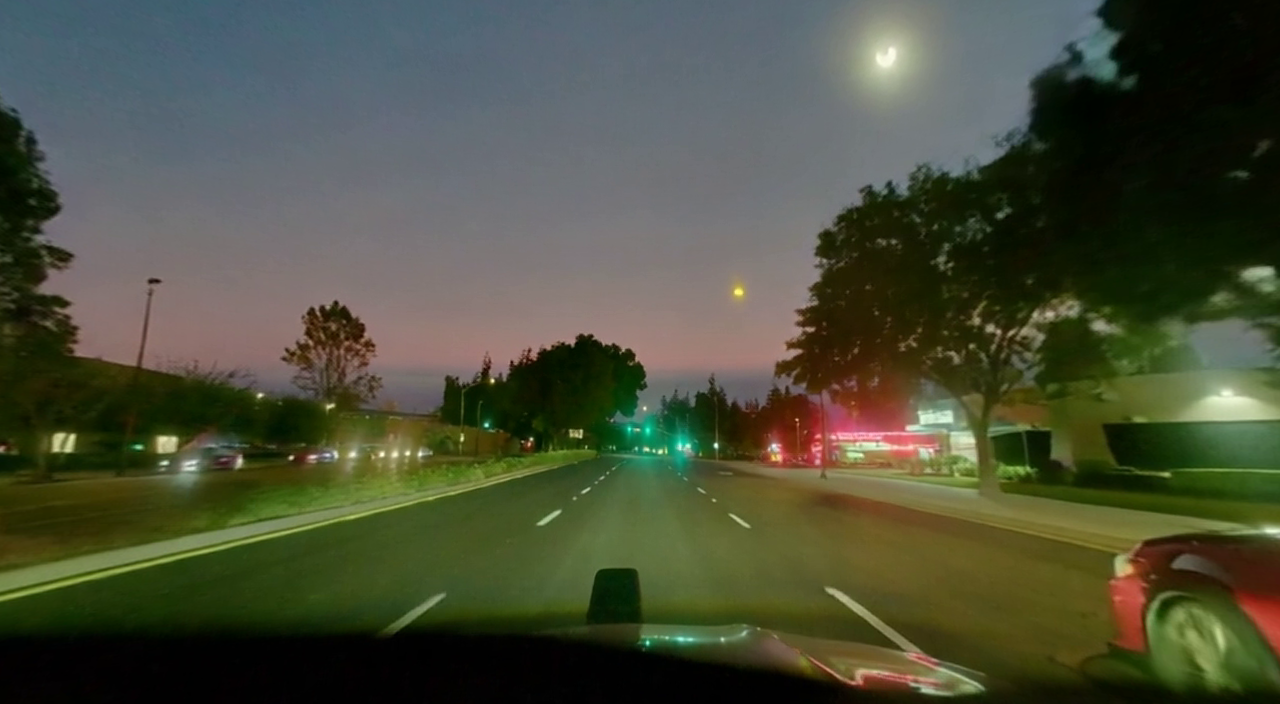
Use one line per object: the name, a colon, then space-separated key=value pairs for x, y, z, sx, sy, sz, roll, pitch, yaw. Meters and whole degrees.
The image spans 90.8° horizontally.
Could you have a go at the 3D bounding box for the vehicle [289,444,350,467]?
vehicle: x=-22.342 y=7.231 z=44.243 sx=1.846 sy=1.452 sz=4.484 roll=0 pitch=-9 yaw=1

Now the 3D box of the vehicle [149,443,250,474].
vehicle: x=-22.189 y=5.377 z=32.042 sx=1.771 sy=1.445 sz=4.321 roll=-1 pitch=-9 yaw=4

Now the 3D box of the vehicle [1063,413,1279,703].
vehicle: x=3.218 y=0.767 z=0.948 sx=2.004 sy=1.470 sz=4.544 roll=0 pitch=-9 yaw=0

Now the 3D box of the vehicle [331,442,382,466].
vehicle: x=-22.232 y=8.057 z=49.719 sx=1.902 sy=1.609 sz=4.689 roll=-6 pitch=-10 yaw=-1
